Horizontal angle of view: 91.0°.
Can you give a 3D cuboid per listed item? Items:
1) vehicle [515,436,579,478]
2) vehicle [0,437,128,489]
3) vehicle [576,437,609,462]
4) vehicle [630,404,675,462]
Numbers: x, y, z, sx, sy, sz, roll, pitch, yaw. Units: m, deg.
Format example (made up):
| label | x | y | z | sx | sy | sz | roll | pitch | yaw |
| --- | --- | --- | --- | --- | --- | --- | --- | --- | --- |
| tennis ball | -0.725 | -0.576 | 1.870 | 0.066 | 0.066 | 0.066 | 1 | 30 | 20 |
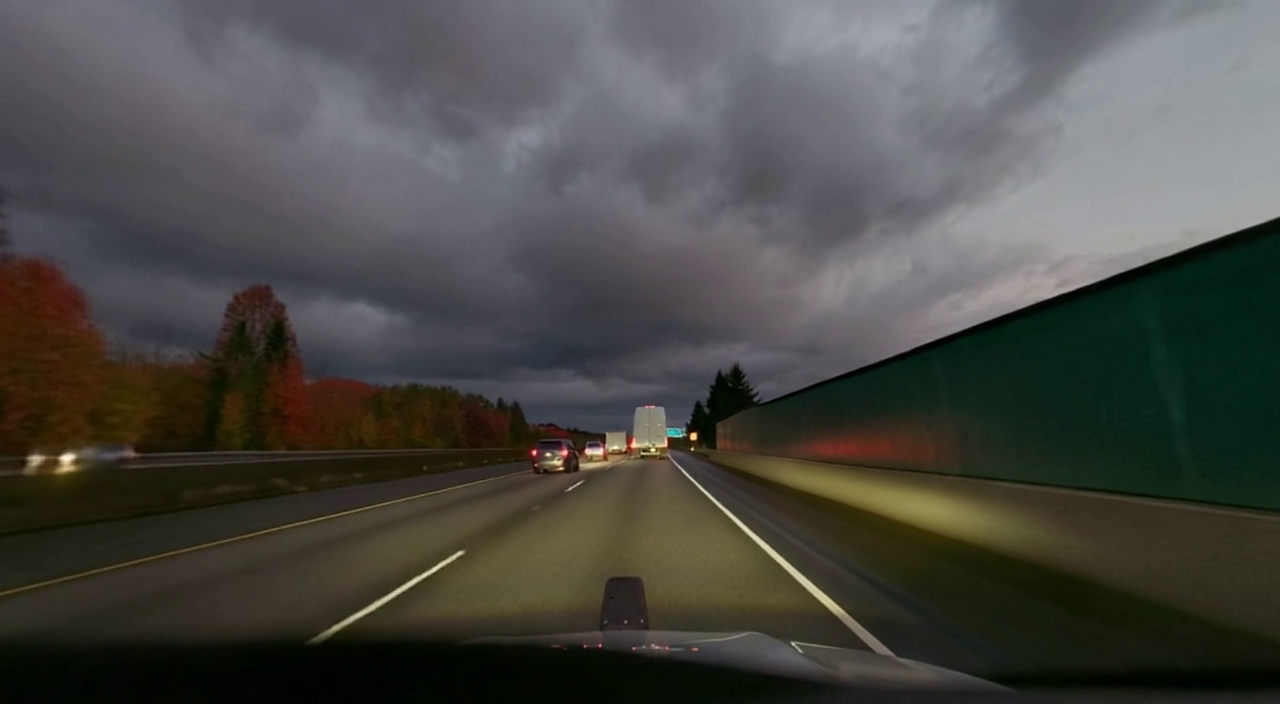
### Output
| label | x | y | z | sx | sy | sz | roll | pitch | yaw |
| --- | --- | --- | --- | --- | --- | --- | --- | --- | --- |
| vehicle | -3.630 | 4.164 | 25.284 | 1.927 | 1.556 | 3.921 | 0 | -8 | 1 |
| vehicle | -26.889 | 4.991 | 28.785 | 2.223 | 2.138 | 5.557 | 0 | -8 | -1 |
| vehicle | -3.209 | 6.728 | 43.547 | 1.962 | 1.575 | 4.158 | 0 | -8 | 0 |
| vehicle | 0.887 | 5.960 | 45.809 | 2.933 | 3.701 | 10.425 | 0 | -8 | 1 |
